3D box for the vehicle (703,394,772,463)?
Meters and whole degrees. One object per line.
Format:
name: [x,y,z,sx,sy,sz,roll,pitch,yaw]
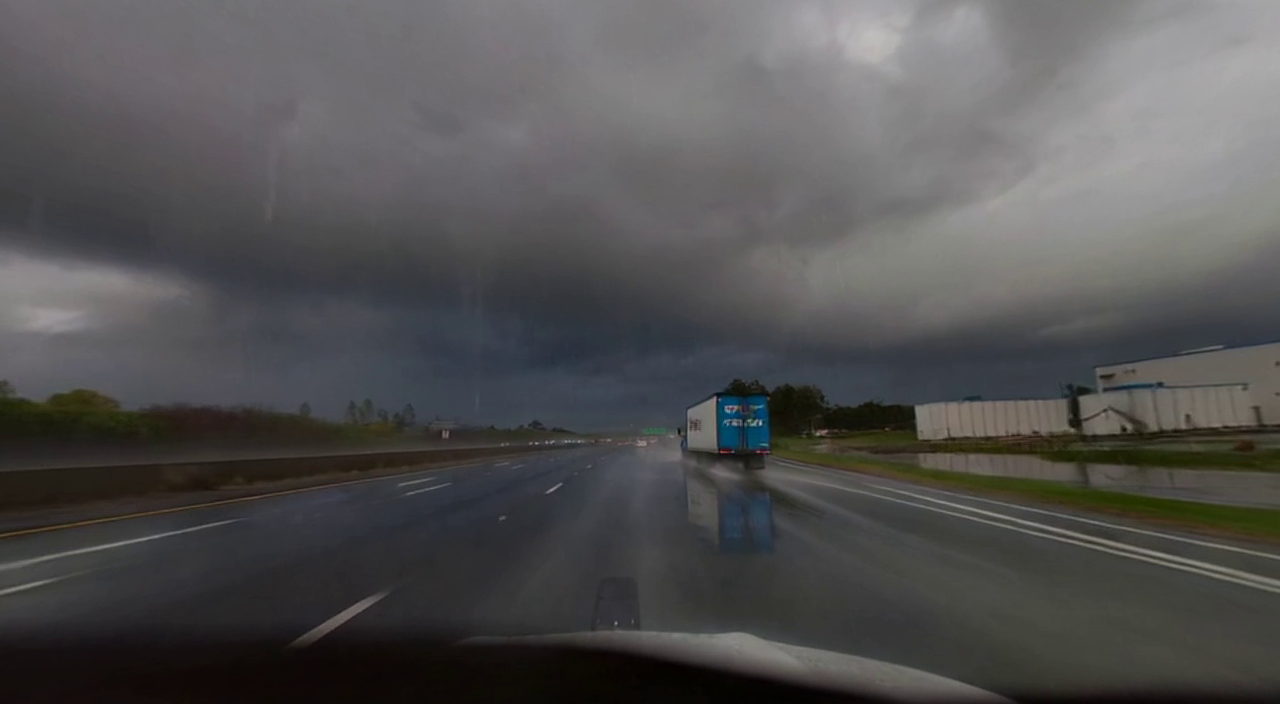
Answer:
vehicle: [6.565,5.724,45.533,3.469,3.986,17.065,-1,-8,4]
